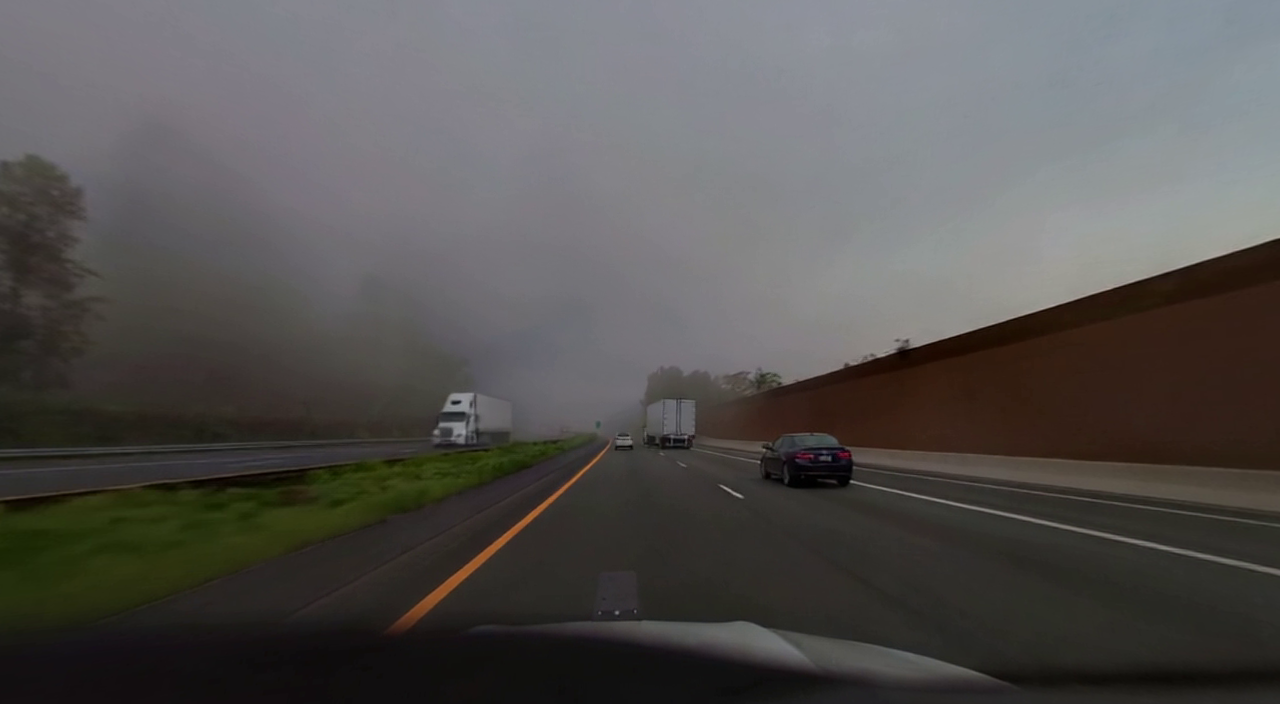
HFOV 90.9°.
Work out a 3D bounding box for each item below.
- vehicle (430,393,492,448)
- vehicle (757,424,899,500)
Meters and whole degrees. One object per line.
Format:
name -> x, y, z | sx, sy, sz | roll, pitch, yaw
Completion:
vehicle -> -13.719, 5.349, 48.827 | 2.972, 3.920, 6.688 | 0, -7, -2
vehicle -> 4.059, 2.410, 14.425 | 1.813, 1.454, 4.197 | 0, -7, -2
